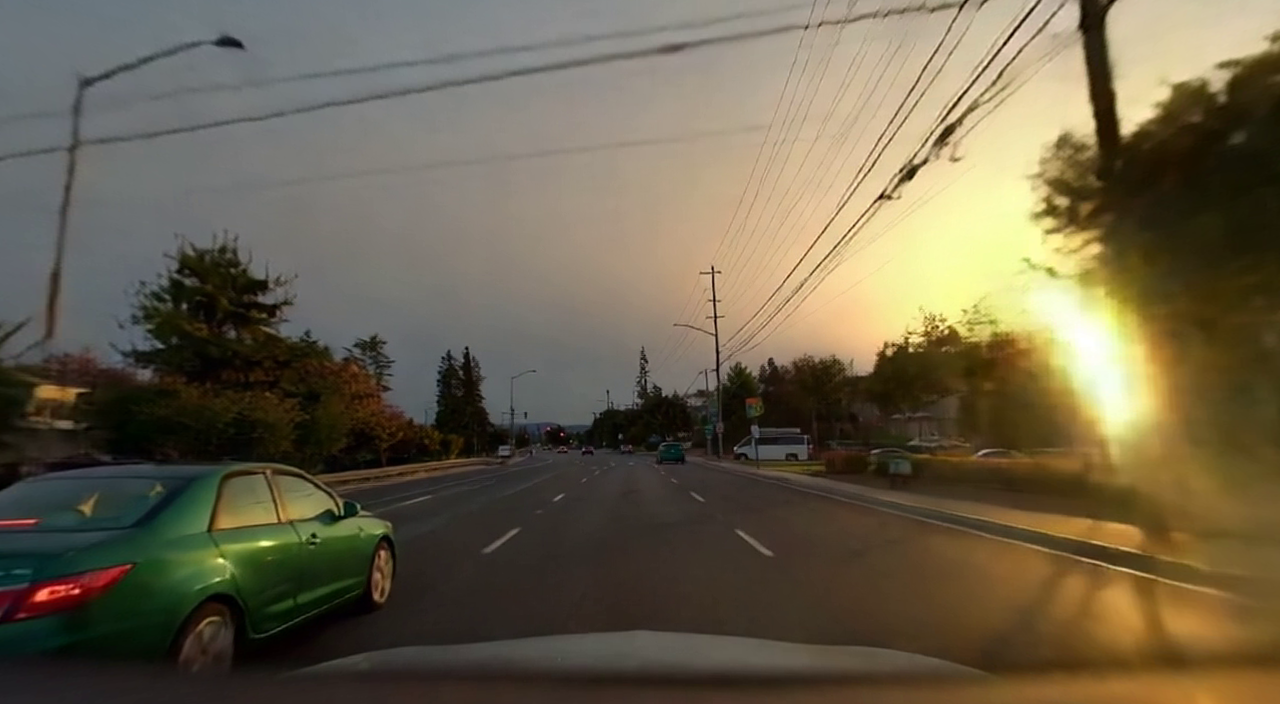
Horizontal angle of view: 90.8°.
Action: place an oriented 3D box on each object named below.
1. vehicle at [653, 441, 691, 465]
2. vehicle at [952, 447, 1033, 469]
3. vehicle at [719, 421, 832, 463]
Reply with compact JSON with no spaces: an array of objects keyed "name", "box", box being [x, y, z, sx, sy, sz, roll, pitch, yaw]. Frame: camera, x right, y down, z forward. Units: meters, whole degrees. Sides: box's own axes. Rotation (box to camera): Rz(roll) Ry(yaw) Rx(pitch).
[{"name":"vehicle","box":[2.022,6.567,41.133,2.015,1.467,4.117,1,-8,-4]},{"name":"vehicle","box":[24.312,7.339,43.689,4.462,1.449,1.877,0,-8,-2]},{"name":"vehicle","box":[10.374,7.014,48.764,7.877,3.013,2.916,-5,-11,30]}]
